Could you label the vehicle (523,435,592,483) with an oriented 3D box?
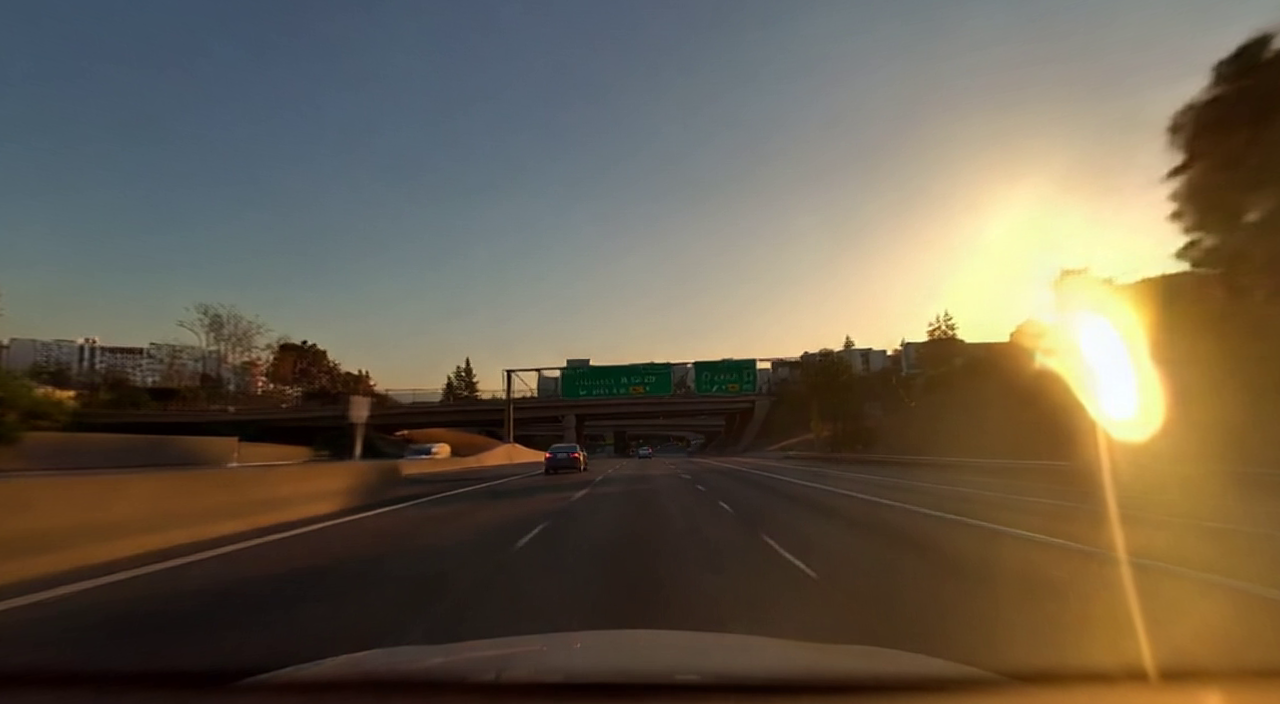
[{"bbox_3d":[-3.107,4.148,24.766,2.072,1.706,4.359,0,-8,1],"label":"vehicle"}]
